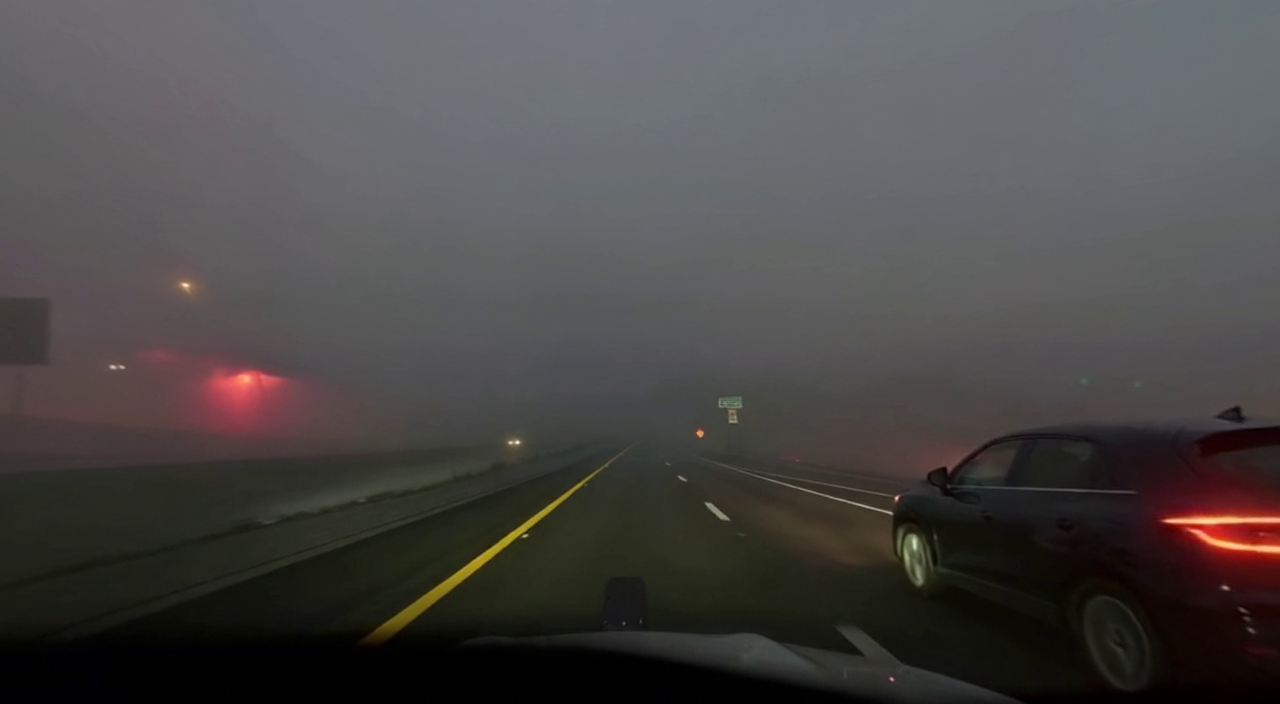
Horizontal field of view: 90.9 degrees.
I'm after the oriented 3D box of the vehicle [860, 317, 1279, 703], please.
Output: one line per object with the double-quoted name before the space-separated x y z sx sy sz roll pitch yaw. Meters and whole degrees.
"vehicle" 3.206 1.027 4.103 2.059 1.715 4.192 0 -8 1
